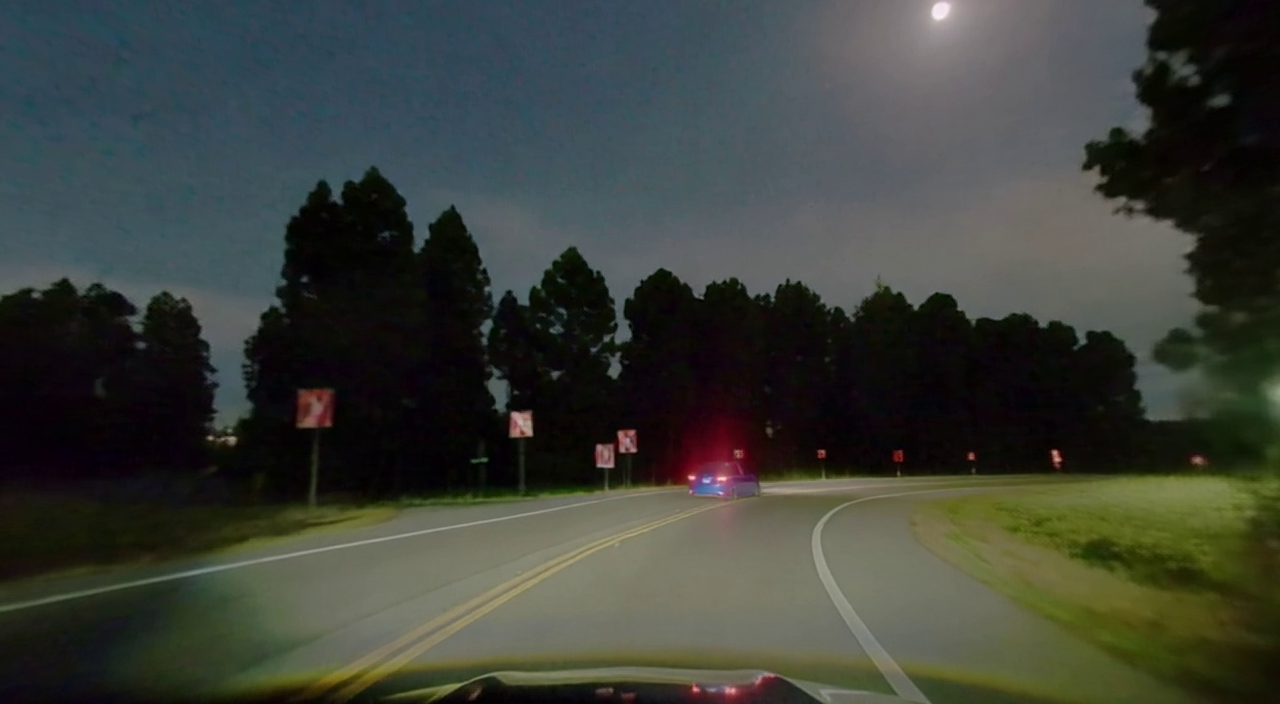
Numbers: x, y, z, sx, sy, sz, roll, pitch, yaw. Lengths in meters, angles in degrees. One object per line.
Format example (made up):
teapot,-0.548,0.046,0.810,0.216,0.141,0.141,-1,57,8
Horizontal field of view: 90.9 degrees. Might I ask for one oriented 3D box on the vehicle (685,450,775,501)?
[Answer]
vehicle,3.508,4.643,23.901,1.997,1.692,4.422,-5,-11,28
